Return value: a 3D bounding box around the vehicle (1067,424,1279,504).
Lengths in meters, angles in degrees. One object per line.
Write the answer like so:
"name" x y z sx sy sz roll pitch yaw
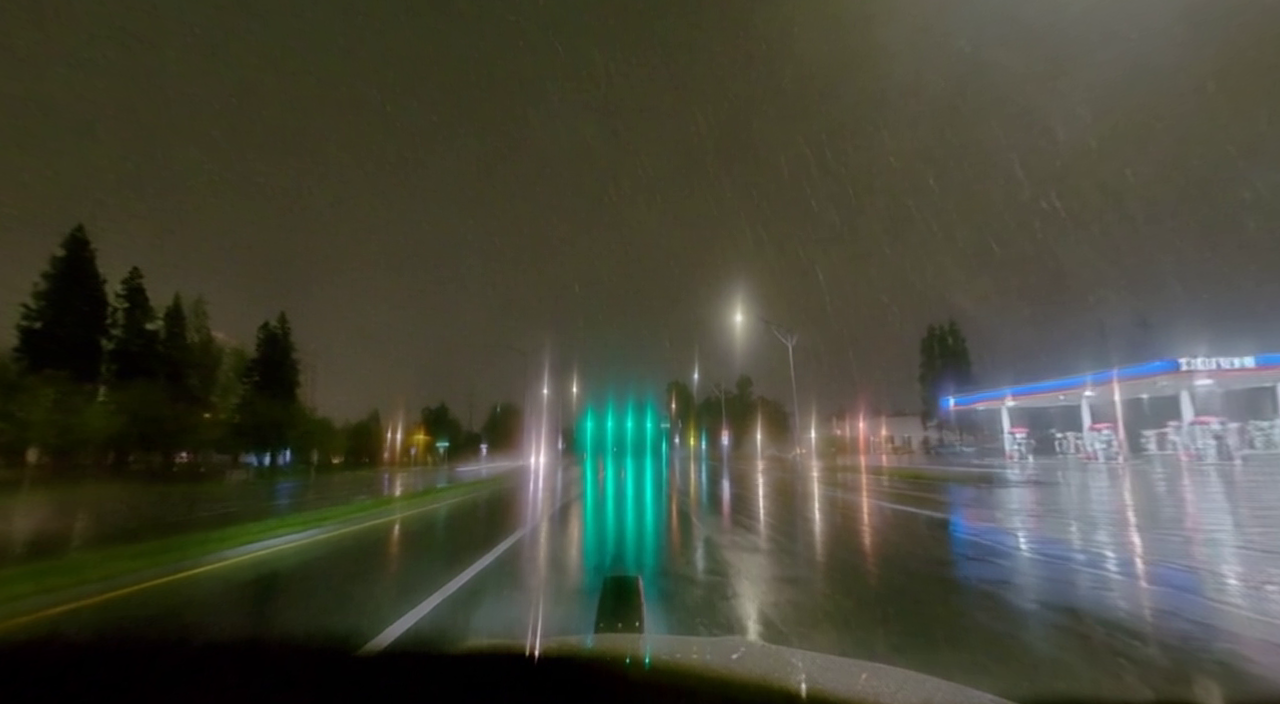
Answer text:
"vehicle" 12.226 2.401 13.634 4.548 1.568 1.953 0 -10 -1
